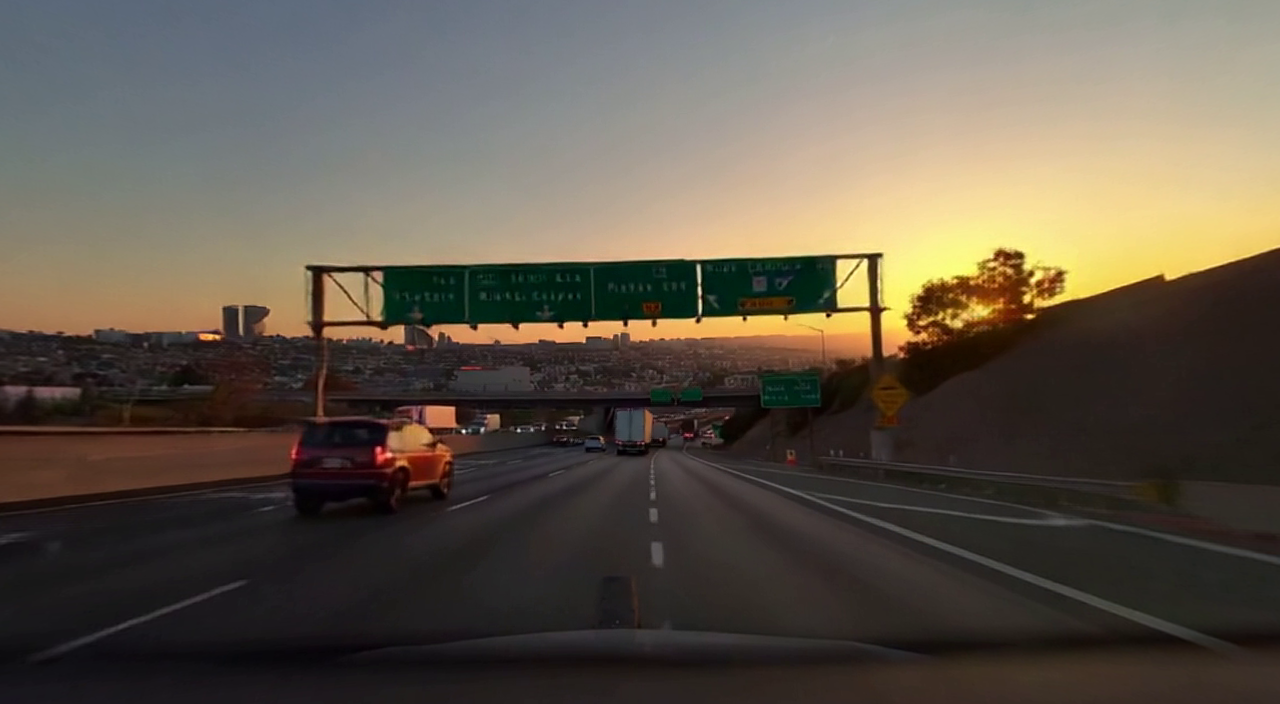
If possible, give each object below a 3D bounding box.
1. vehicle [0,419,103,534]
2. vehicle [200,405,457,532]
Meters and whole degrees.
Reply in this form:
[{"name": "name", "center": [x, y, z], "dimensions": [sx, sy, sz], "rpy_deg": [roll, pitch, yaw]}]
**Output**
[{"name": "vehicle", "center": [-9.289, 1.565, 7.766], "dimensions": [1.845, 1.493, 3.799], "rpy_deg": [0, -8, 2]}, {"name": "vehicle", "center": [-5.122, 1.960, 11.316], "dimensions": [2.119, 1.787, 4.655], "rpy_deg": [0, -8, 2]}]
